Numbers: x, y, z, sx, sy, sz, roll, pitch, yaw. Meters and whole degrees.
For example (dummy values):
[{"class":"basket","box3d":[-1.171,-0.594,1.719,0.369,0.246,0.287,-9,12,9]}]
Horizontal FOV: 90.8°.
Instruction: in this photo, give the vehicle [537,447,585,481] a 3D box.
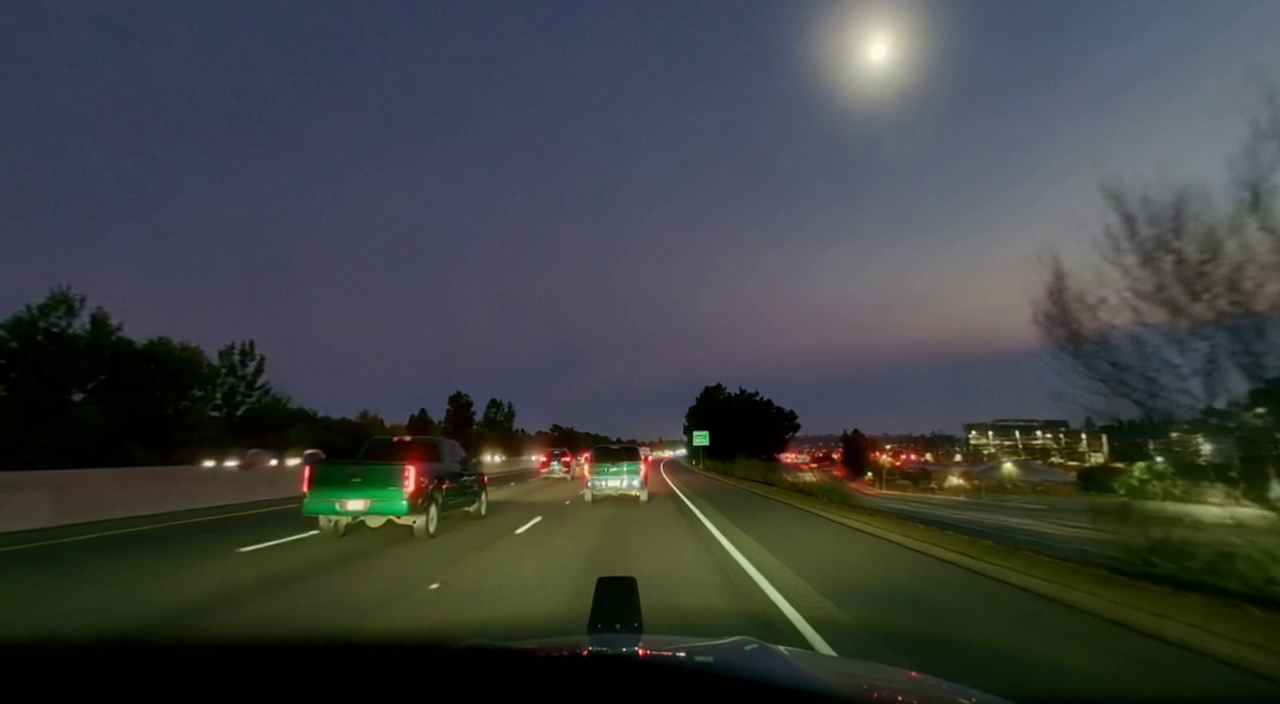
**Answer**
[{"class":"vehicle","box3d":[-4.349,6.211,35.420,1.991,1.776,4.333,0,-8,1]}]

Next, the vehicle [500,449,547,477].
[{"class":"vehicle","box3d":[-7.738,7.384,42.292,2.115,1.705,4.843,0,-8,1]}]

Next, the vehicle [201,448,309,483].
[{"class":"vehicle","box3d":[-21.509,6.305,35.658,2.341,1.768,5.792,0,-8,1]}]

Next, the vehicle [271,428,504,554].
[{"class":"vehicle","box3d":[-4.026,2.284,11.294,2.038,1.704,5.181,0,-8,0]}]

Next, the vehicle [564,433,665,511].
[{"class":"vehicle","box3d":[-0.543,3.059,16.606,2.293,1.753,4.380,0,-8,1]}]
